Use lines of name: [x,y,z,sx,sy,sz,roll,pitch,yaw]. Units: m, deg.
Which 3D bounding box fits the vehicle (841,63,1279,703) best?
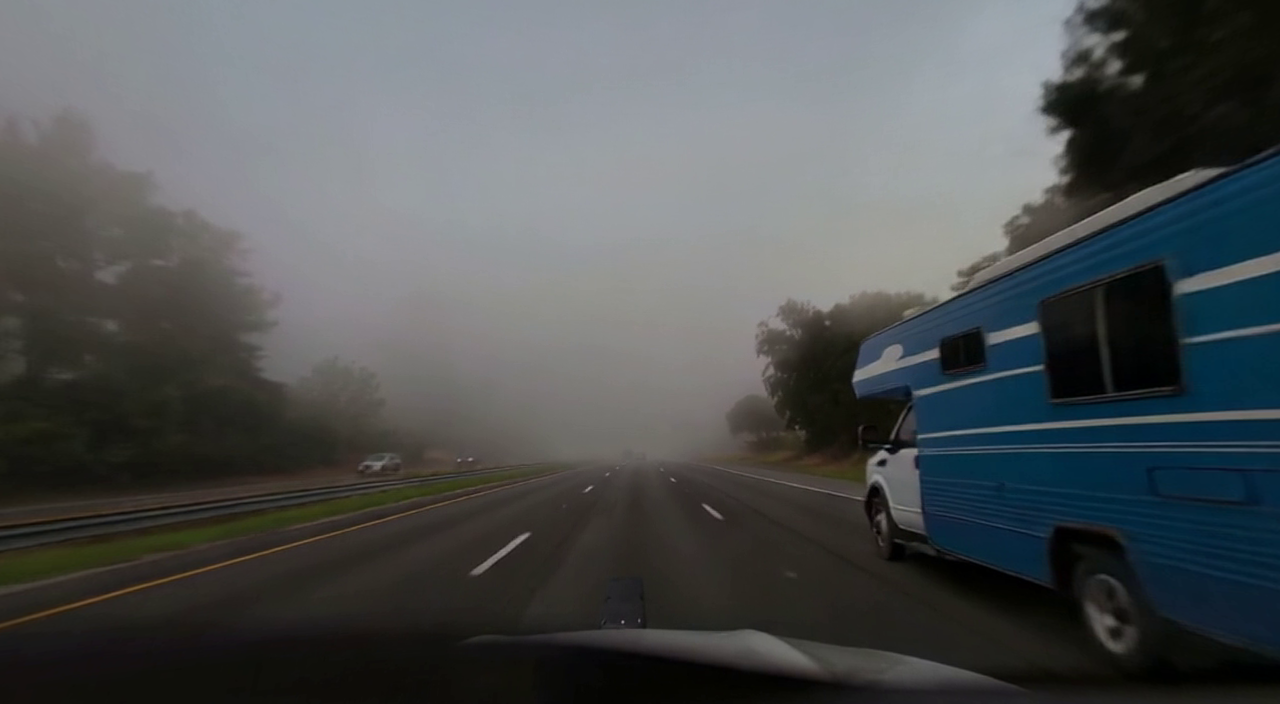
vehicle: [3.745,0.559,4.308,2.556,2.763,6.287,0,-9,-1]
